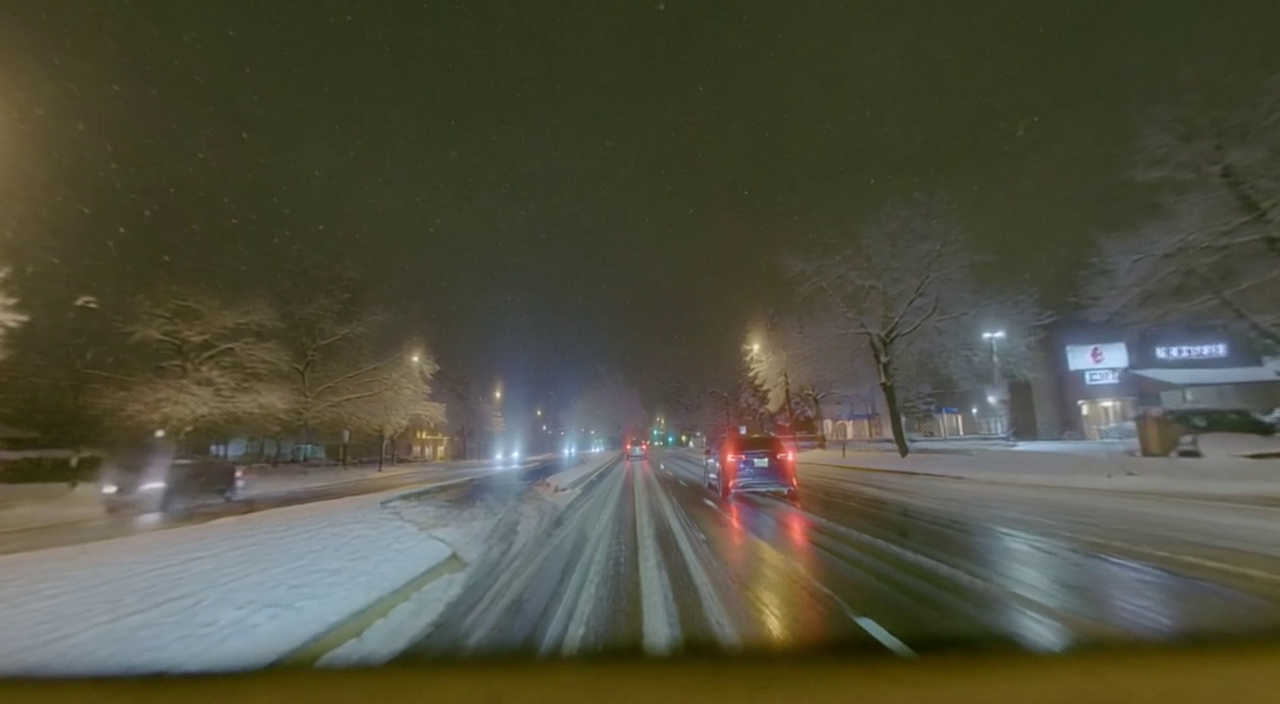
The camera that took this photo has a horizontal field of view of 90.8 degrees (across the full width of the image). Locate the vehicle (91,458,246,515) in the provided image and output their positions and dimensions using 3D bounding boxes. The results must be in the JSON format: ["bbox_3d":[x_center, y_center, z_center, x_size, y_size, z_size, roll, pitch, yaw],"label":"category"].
[{"bbox_3d":[-16.104,4.571,21.944,1.913,1.658,4.465,0,-8,0],"label":"vehicle"}]

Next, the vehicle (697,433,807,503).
[{"bbox_3d":[2.868,3.085,17.316,1.995,1.616,4.729,0,-8,-2],"label":"vehicle"}]

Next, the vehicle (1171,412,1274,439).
[{"bbox_3d":[34.146,4.355,37.107,4.273,1.517,1.815,0,-8,-2],"label":"vehicle"}]
